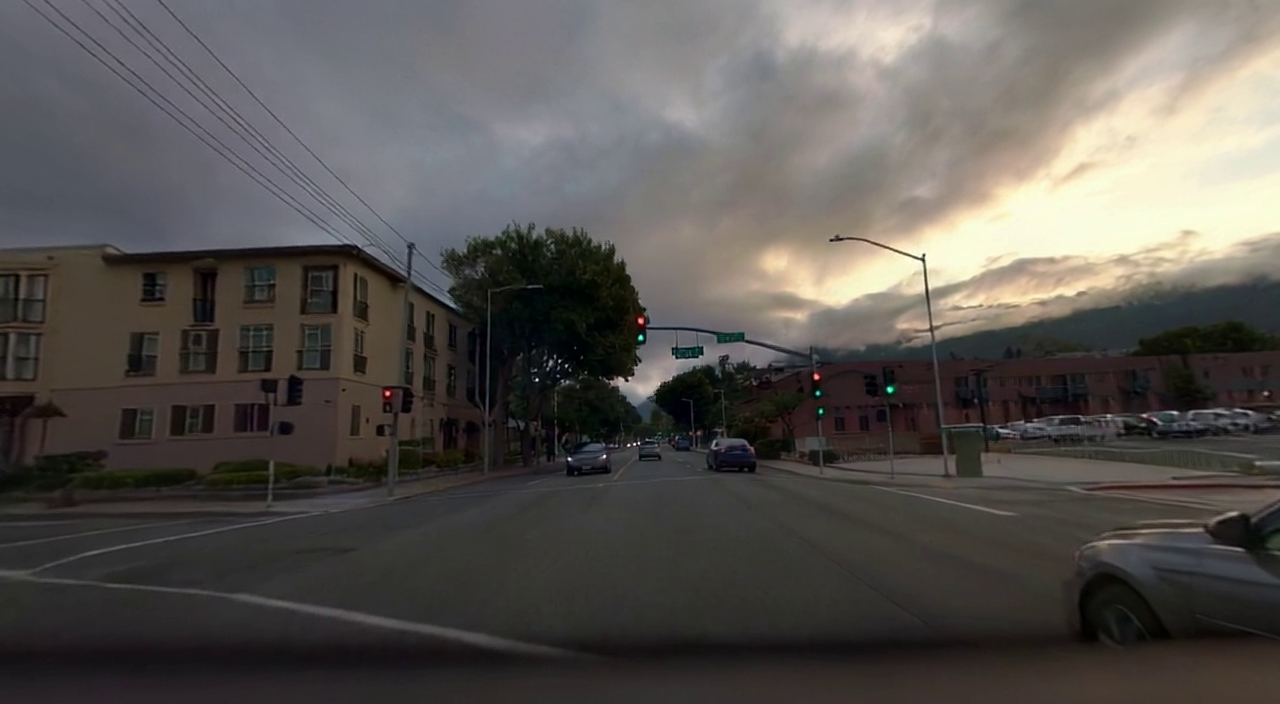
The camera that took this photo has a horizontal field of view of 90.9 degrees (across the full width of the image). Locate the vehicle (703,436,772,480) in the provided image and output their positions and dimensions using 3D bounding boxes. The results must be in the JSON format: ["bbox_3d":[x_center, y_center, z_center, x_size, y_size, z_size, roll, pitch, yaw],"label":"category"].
[{"bbox_3d":[3.745,4.156,25.051,2.035,1.564,4.719,0,-9,1],"label":"vehicle"}]

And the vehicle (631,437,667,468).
[{"bbox_3d":[0.543,6.256,39.381,2.118,1.813,4.326,0,-9,0],"label":"vehicle"}]

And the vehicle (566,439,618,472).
[{"bbox_3d":[-2.874,6.339,38.936,2.666,1.885,5.029,0,-9,1],"label":"vehicle"}]

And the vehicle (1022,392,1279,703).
[{"bbox_3d":[3.238,0.731,1.172,2.072,1.471,4.834,0,-9,1],"label":"vehicle"}]
